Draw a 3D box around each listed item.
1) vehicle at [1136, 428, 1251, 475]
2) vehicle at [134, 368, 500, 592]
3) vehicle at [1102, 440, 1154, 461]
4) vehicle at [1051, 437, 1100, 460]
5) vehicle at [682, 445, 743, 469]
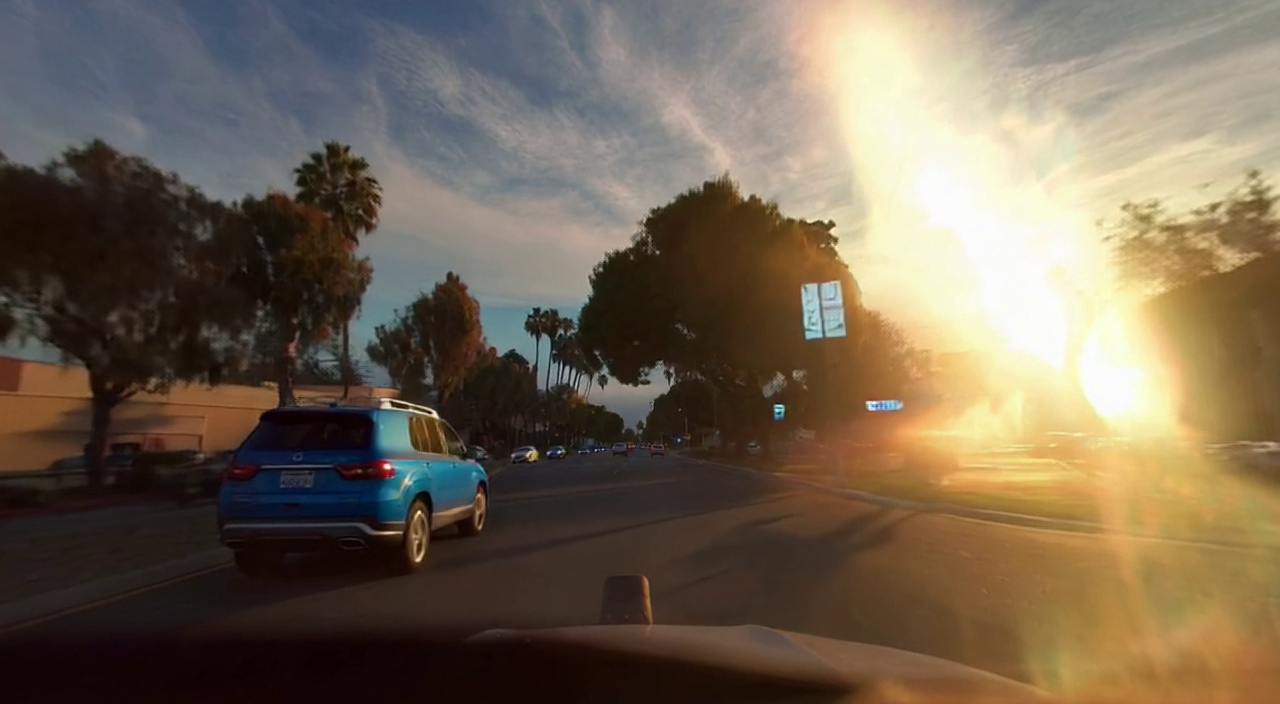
[{"bbox_3d":[23.646,4.279,27.194,2.180,1.808,4.462,-3,-9,21],"label":"vehicle"},{"bbox_3d":[-3.372,1.465,7.928,2.152,1.987,4.527,0,-9,0],"label":"vehicle"},{"bbox_3d":[36.044,7.278,46.698,1.815,1.419,4.726,-4,-9,23],"label":"vehicle"},{"bbox_3d":[31.730,7.045,46.034,1.982,1.611,4.314,-3,-9,22],"label":"vehicle"},{"bbox_3d":[4.832,7.051,42.480,1.919,1.472,4.470,4,-10,-26],"label":"vehicle"}]
